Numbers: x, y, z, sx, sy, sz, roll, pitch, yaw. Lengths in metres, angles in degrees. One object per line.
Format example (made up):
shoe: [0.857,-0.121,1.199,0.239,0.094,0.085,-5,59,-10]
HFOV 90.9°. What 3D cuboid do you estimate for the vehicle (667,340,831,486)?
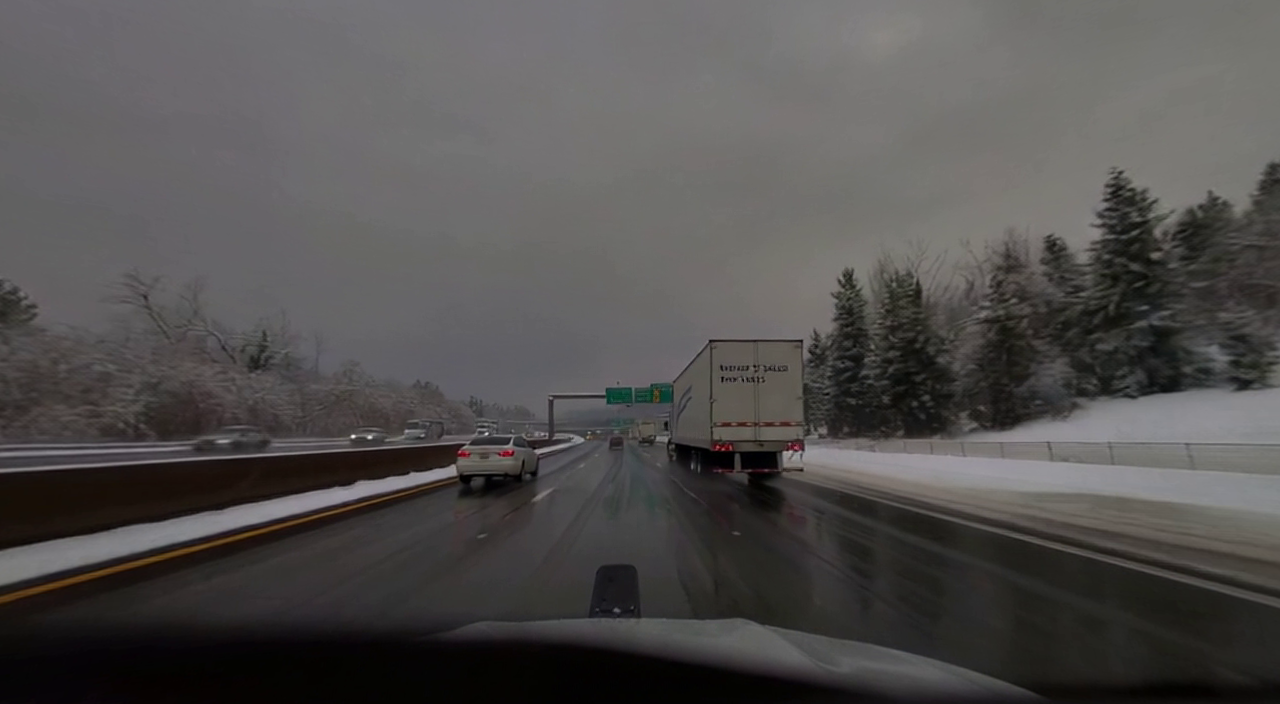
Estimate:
vehicle: [3.303,2.598,24.606,3.241,4.042,14.292,0,-8,-3]

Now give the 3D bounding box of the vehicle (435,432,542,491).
vehicle: [-4.074,2.994,17.769,1.971,1.444,4.401,0,-8,-1]

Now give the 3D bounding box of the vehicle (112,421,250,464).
vehicle: [-16.588,3.286,23.082,1.806,1.429,4.397,0,-8,-1]
